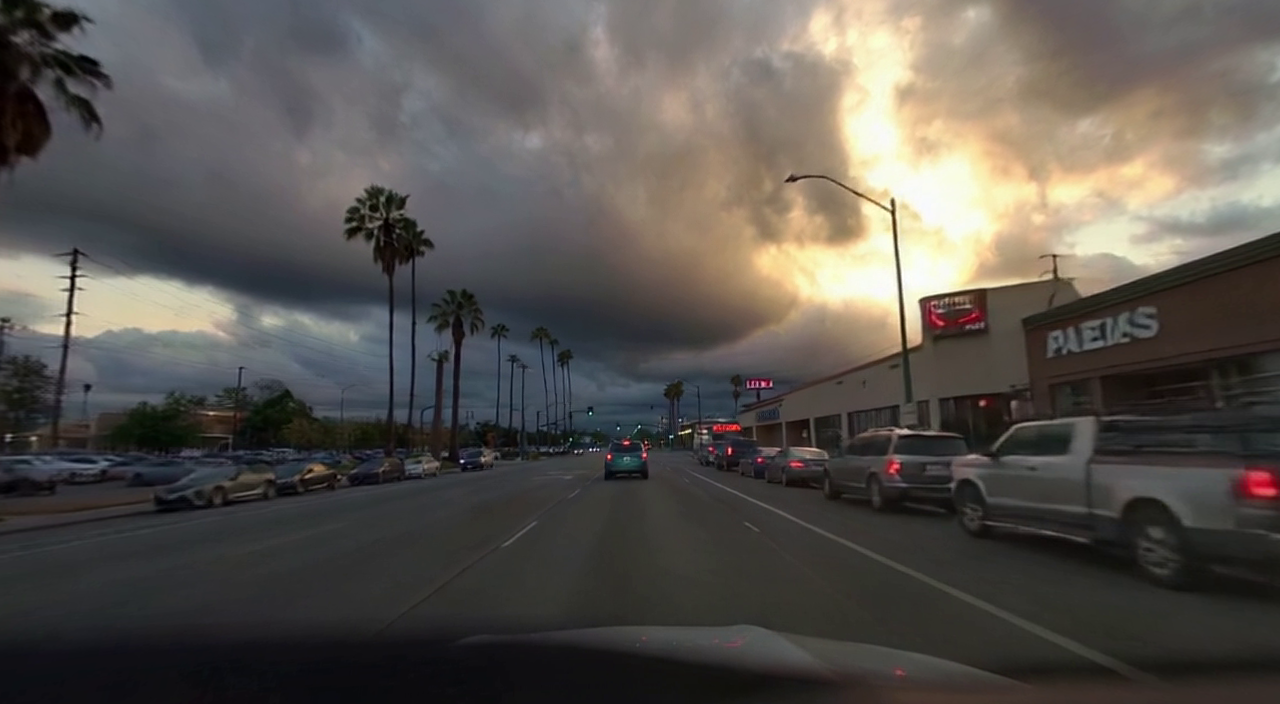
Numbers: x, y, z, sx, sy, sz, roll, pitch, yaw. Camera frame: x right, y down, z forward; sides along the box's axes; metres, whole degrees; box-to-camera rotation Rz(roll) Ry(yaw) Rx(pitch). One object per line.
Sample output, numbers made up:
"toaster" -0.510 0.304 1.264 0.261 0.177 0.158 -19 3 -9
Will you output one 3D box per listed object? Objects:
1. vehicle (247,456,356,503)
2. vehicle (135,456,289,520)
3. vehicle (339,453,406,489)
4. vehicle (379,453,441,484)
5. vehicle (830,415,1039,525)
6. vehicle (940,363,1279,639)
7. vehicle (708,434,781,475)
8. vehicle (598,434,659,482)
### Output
"vehicle" -13.070 4.898 24.649 1.804 1.441 4.534 -4 -8 0
"vehicle" -13.248 4.178 19.864 1.840 1.521 4.450 -5 -8 -1
"vehicle" -13.264 5.903 31.442 1.774 1.522 3.699 -3 -8 -1
"vehicle" -13.326 6.742 36.771 1.914 1.489 4.523 -4 -8 0
"vehicle" 5.869 2.409 13.404 2.129 1.895 4.671 0 -8 -1
"vehicle" 5.724 1.361 6.499 2.430 1.924 5.779 0 -8 0
"vehicle" 5.469 5.458 33.916 2.568 1.974 6.203 0 -8 -3
"vehicle" -0.430 4.208 25.235 2.239 1.763 4.096 0 -8 0
